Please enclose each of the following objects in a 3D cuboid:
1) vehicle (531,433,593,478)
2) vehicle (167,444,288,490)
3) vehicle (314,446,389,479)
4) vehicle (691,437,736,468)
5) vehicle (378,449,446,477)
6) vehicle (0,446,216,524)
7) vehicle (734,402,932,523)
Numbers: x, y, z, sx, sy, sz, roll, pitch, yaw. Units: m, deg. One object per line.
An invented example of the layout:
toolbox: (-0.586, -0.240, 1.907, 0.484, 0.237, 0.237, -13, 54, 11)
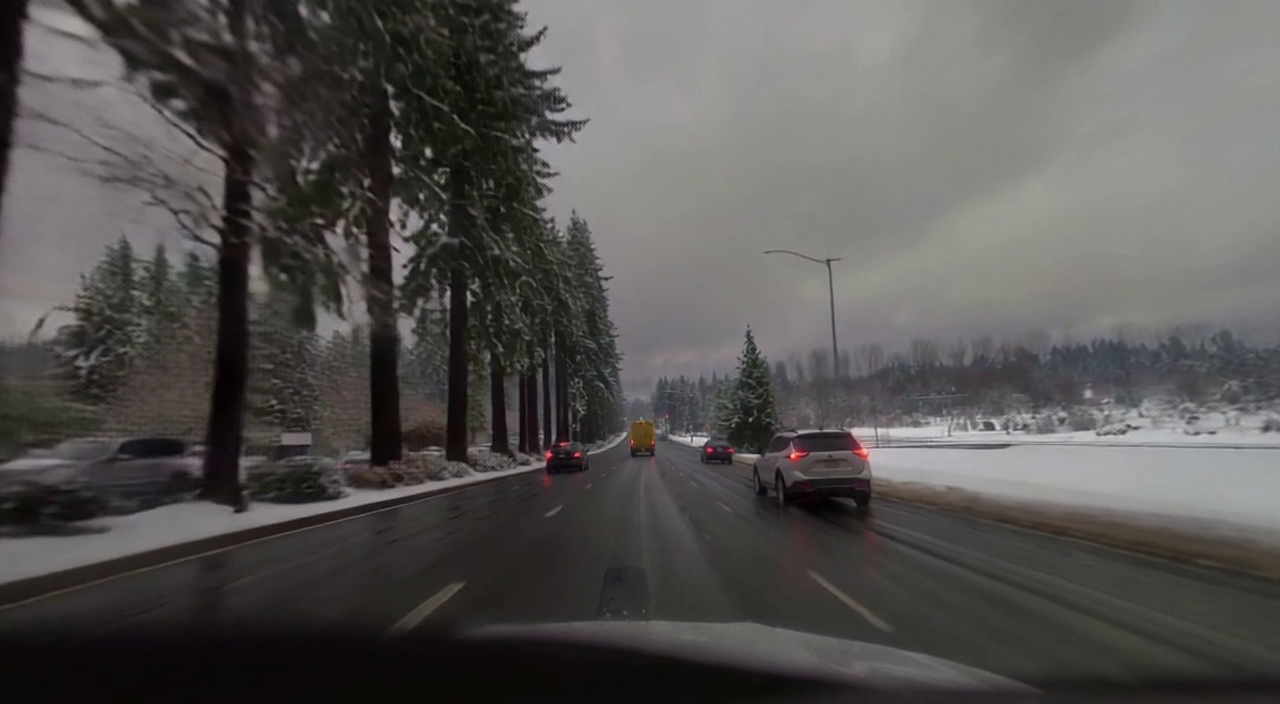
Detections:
vehicle: (-3.589, 4.901, 30.099, 2.255, 1.940, 4.822, 0, -8, 1)
vehicle: (-20.909, 5.815, 32.358, 2.353, 2.119, 5.625, 0, -8, 0)
vehicle: (-17.034, 6.539, 37.551, 1.965, 1.780, 5.122, 0, -8, 2)
vehicle: (4.435, 6.150, 38.563, 2.280, 1.757, 4.572, 0, -8, 1)
vehicle: (-13.683, 6.652, 38.196, 2.142, 1.528, 4.804, -1, -8, 2)
vehicle: (-13.154, 3.141, 15.629, 1.989, 1.584, 5.018, 0, -8, -3)
vehicle: (3.689, 2.292, 13.628, 2.381, 2.008, 5.971, 0, -8, 0)
